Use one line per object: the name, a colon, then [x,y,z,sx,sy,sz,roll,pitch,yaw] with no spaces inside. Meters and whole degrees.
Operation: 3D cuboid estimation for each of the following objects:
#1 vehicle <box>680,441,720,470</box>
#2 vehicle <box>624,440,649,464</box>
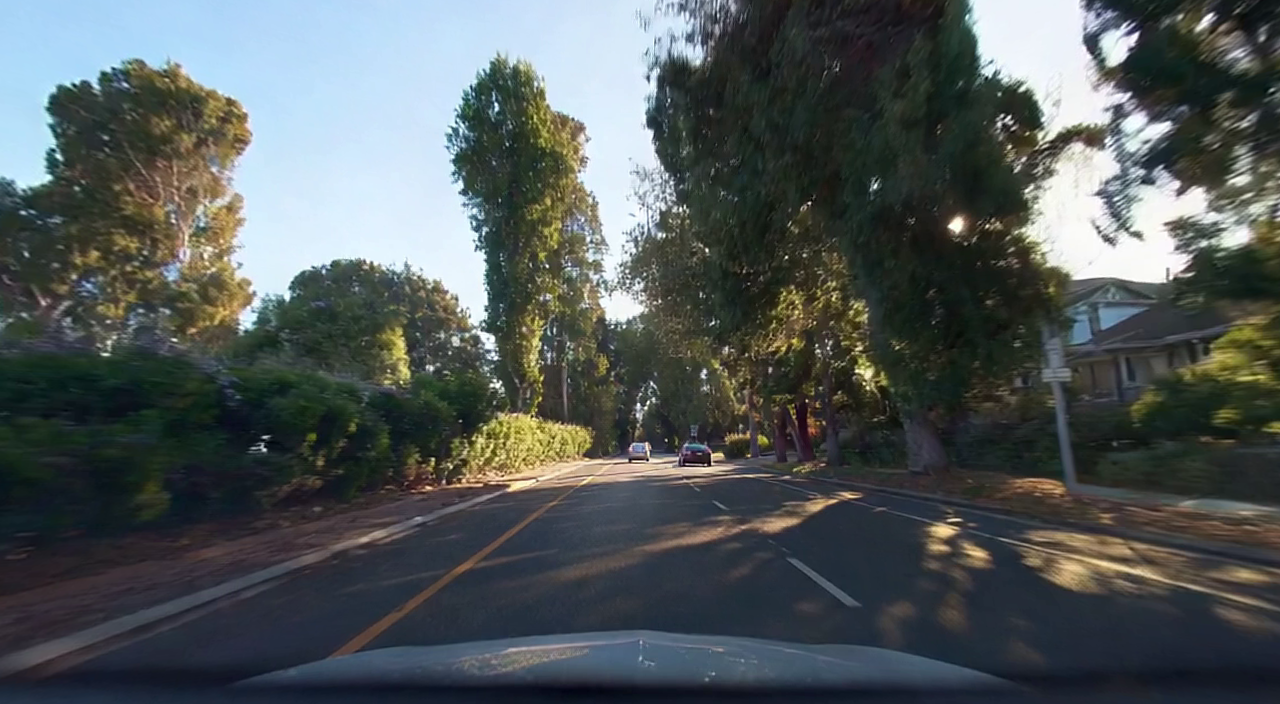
vehicle: [3.561,6.185,38.014,1.888,1.640,4.044,0,-9,-2]
vehicle: [-0.294,7.855,49.680,1.925,1.799,4.257,0,-9,-1]
